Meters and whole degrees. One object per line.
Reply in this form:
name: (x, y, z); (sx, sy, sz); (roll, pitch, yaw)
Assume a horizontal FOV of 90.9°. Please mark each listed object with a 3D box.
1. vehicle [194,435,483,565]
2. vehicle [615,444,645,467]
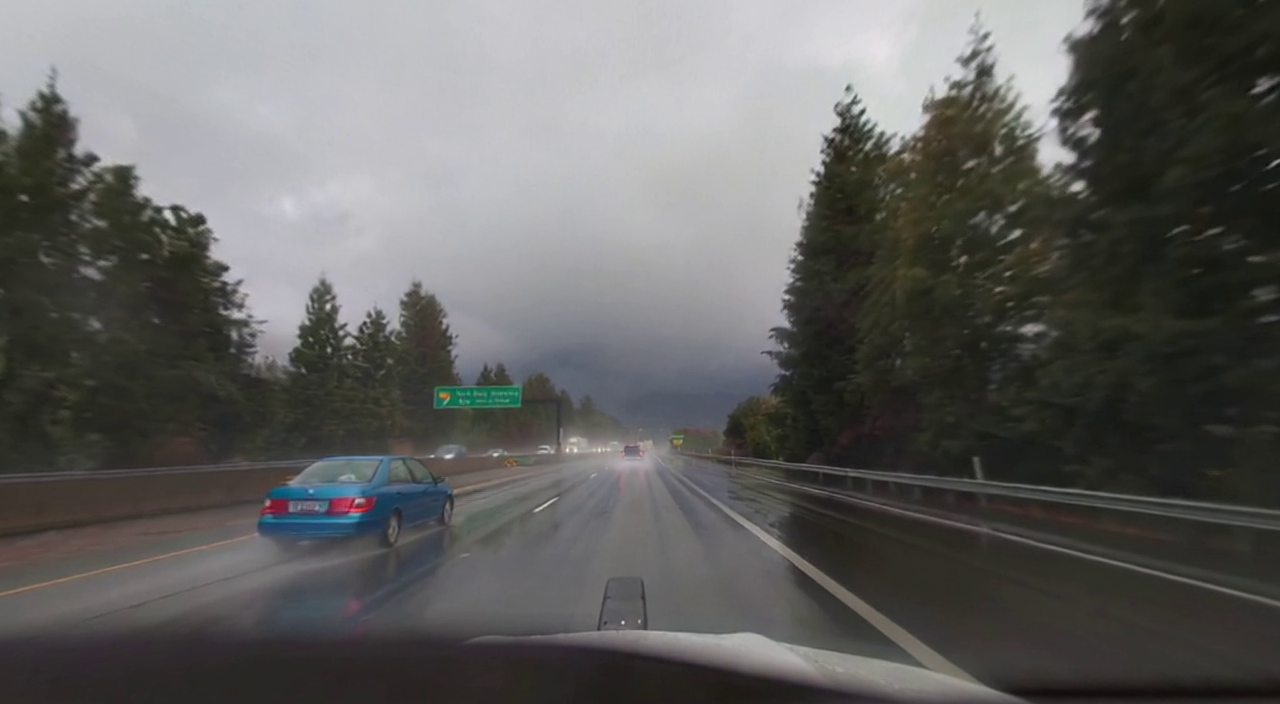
vehicle: (-4.070, 2.065, 9.650); (2.157, 1.483, 4.601); (0, -8, 0)
vehicle: (-0.696, 7.397, 45.103); (2.011, 1.590, 3.607); (0, -8, 0)
